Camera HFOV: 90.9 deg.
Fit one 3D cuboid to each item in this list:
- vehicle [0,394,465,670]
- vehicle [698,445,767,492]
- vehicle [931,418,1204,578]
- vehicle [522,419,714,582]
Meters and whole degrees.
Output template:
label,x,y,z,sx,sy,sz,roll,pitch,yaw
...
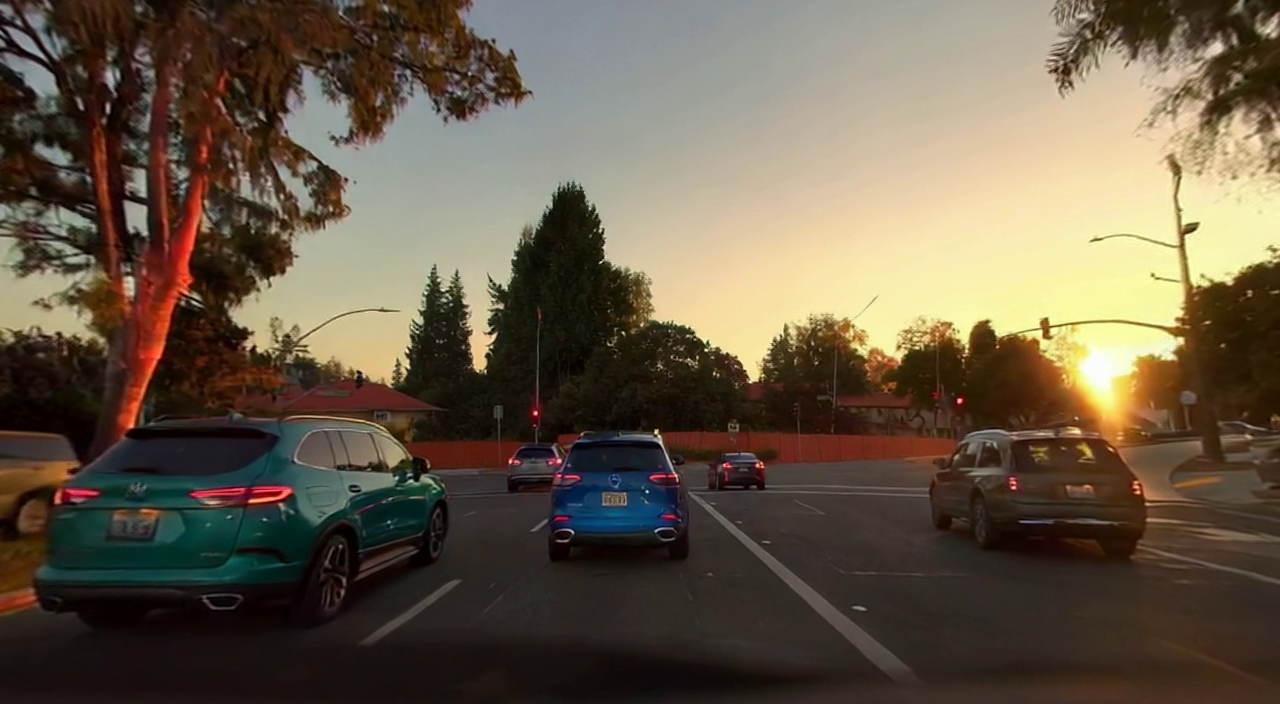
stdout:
label,x,y,z,sx,sy,sz,roll,pitch,yaw
vehicle,-3.467,1.476,6.331,2.047,1.741,4.470,0,-8,1
vehicle,3.301,4.247,23.327,1.847,1.554,3.885,0,-8,-2
vehicle,5.850,1.973,9.441,2.014,1.740,4.515,-2,-9,17
vehicle,-0.174,1.872,8.774,2.022,1.700,4.084,0,-8,2
